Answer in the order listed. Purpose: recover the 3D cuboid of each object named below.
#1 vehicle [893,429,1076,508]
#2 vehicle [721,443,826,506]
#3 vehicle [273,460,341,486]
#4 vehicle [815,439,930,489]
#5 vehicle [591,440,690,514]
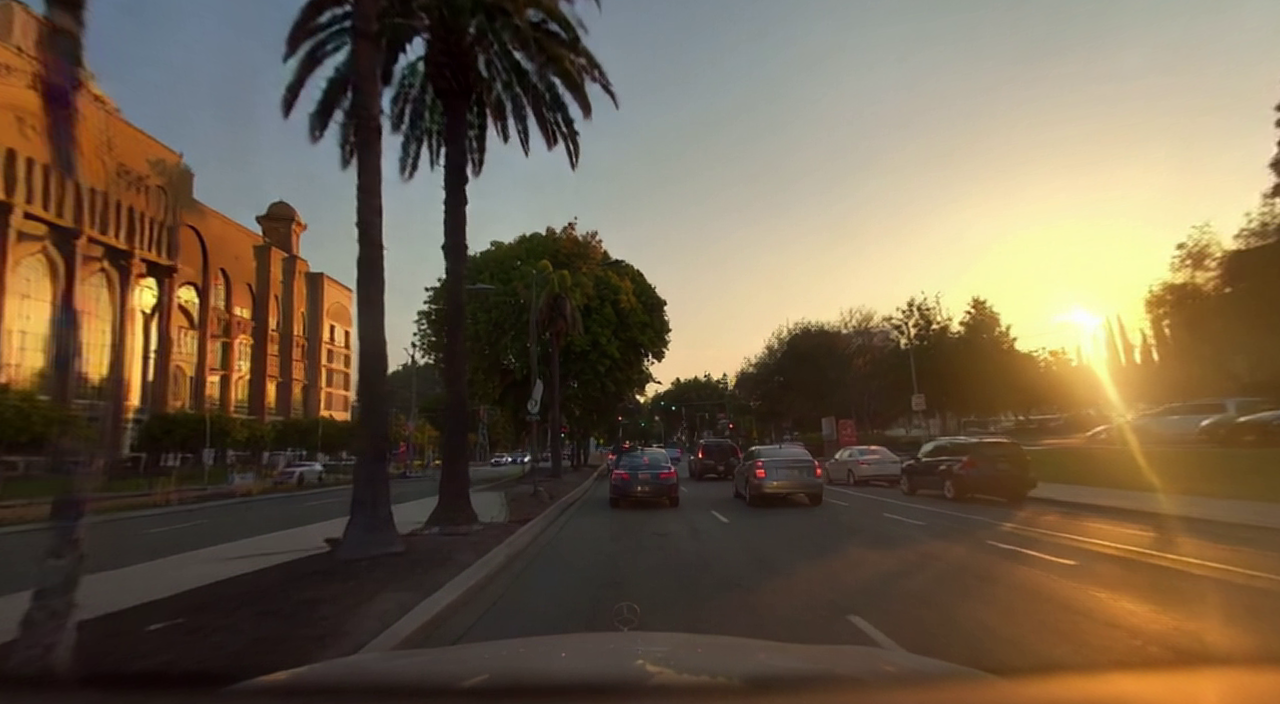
[{"bbox_3d":[8.562,2.921,16.343,1.994,1.715,4.777,0,-9,0],"label":"vehicle"},{"bbox_3d":[3.428,3.220,17.130,1.833,1.465,4.258,0,-9,-1],"label":"vehicle"},{"bbox_3d":[-21.081,7.665,40.232,1.856,1.429,4.672,0,-9,-1],"label":"vehicle"},{"bbox_3d":[8.194,3.959,22.850,1.970,1.559,4.911,0,-8,-5],"label":"vehicle"},{"bbox_3d":[-0.027,2.883,15.055,2.050,1.521,3.747,0,-8,-1],"label":"vehicle"}]
